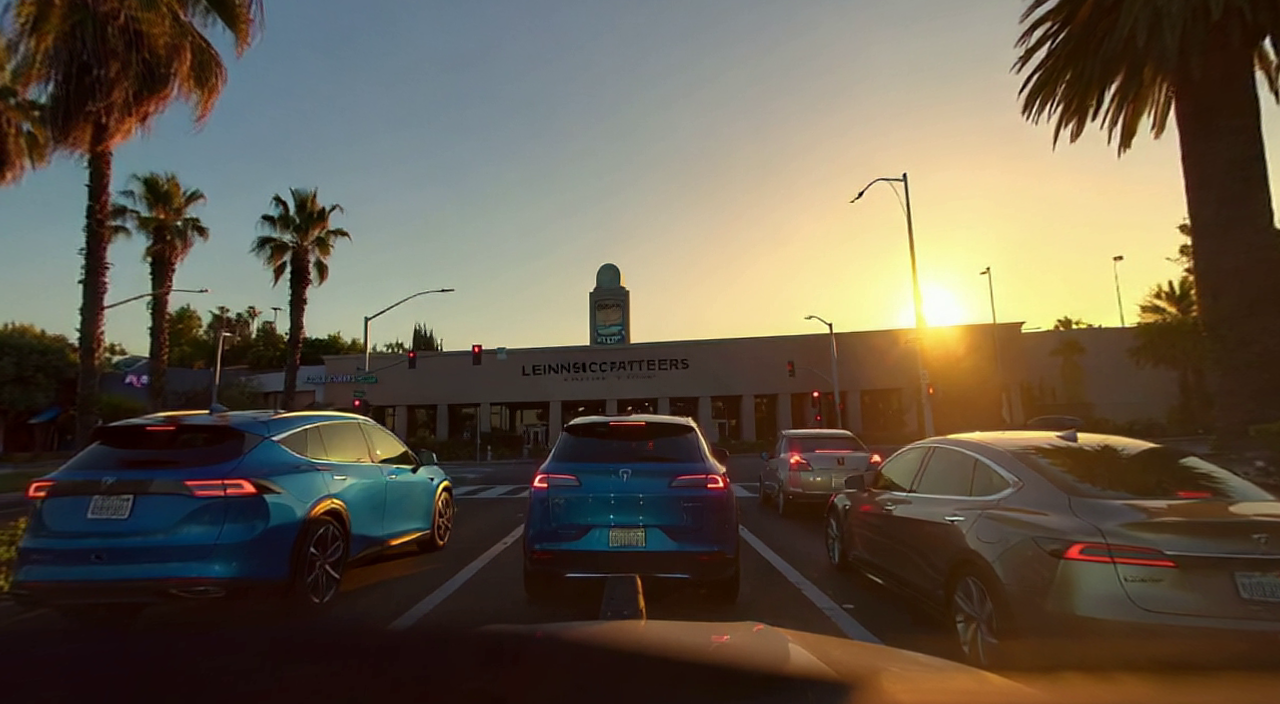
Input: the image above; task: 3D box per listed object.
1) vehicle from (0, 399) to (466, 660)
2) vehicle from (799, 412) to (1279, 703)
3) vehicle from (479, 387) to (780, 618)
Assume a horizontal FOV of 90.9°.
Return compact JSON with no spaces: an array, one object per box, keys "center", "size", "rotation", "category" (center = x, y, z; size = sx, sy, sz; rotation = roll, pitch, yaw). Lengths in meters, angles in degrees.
[{"center":[-3.352,1.385,6.049],"size":[2.014,1.534,4.455],"rotation":[0,-8,1],"category":"vehicle"},{"center":[2.967,1.370,5.257],"size":[2.017,1.491,4.611],"rotation":[0,-8,-1],"category":"vehicle"},{"center":[-0.137,1.465,7.065],"size":[2.280,1.747,4.361],"rotation":[0,-8,-2],"category":"vehicle"}]
